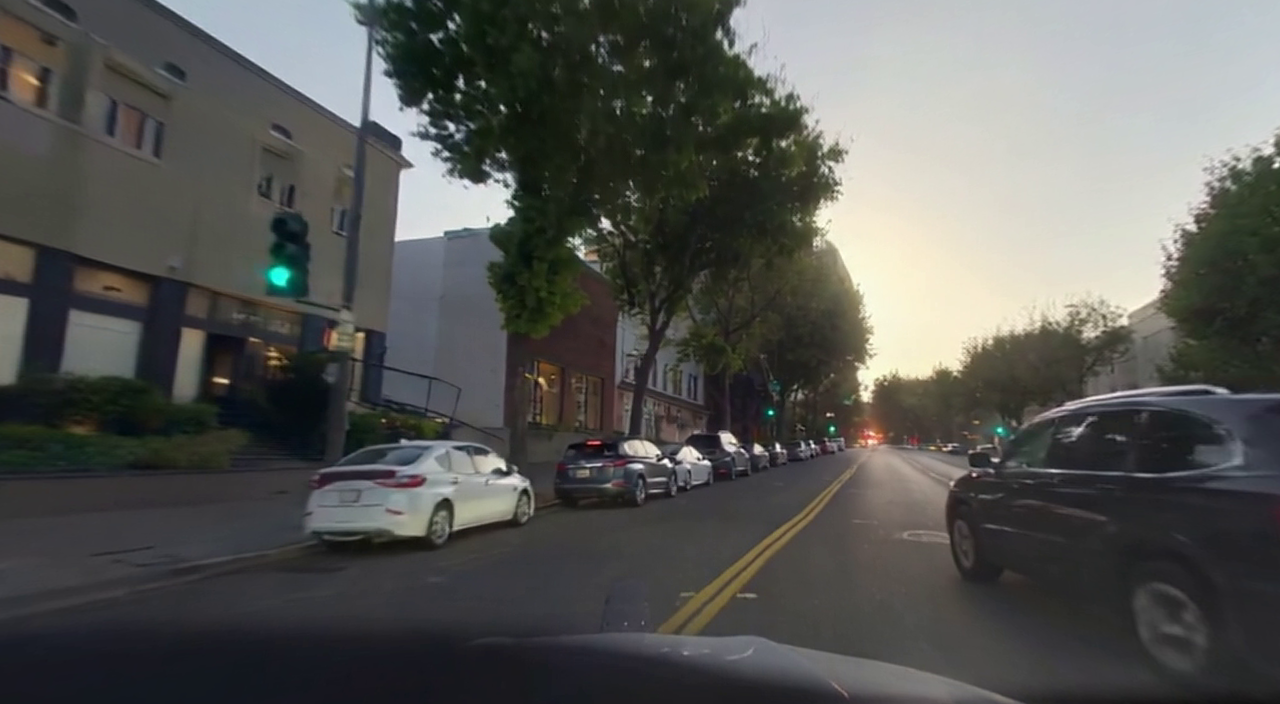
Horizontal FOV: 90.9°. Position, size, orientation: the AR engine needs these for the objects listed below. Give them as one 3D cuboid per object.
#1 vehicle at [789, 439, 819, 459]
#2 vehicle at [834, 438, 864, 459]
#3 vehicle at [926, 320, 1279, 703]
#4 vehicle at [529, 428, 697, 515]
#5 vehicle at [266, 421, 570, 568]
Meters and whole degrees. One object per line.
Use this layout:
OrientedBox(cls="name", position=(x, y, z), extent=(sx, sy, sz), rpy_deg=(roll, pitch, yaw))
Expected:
OrientedBox(cls="vehicle", position=(12.766, 7.510, 48.844), extent=(1.842, 1.497, 4.238), rpy_deg=(-3, -9, 20))
OrientedBox(cls="vehicle", position=(15.760, 7.228, 47.341), extent=(1.852, 1.465, 4.092), rpy_deg=(-3, -9, 21))
OrientedBox(cls="vehicle", position=(4.414, 1.040, 4.563), extent=(2.411, 1.899, 5.993), rpy_deg=(-1, -8, 6))
OrientedBox(cls="vehicle", position=(-0.386, 2.689, 14.791), extent=(2.179, 1.658, 4.765), rpy_deg=(-3, -9, 21))
OrientedBox(cls="vehicle", position=(-2.905, 1.939, 9.454), extent=(1.922, 1.628, 4.291), rpy_deg=(-3, -9, 20))
